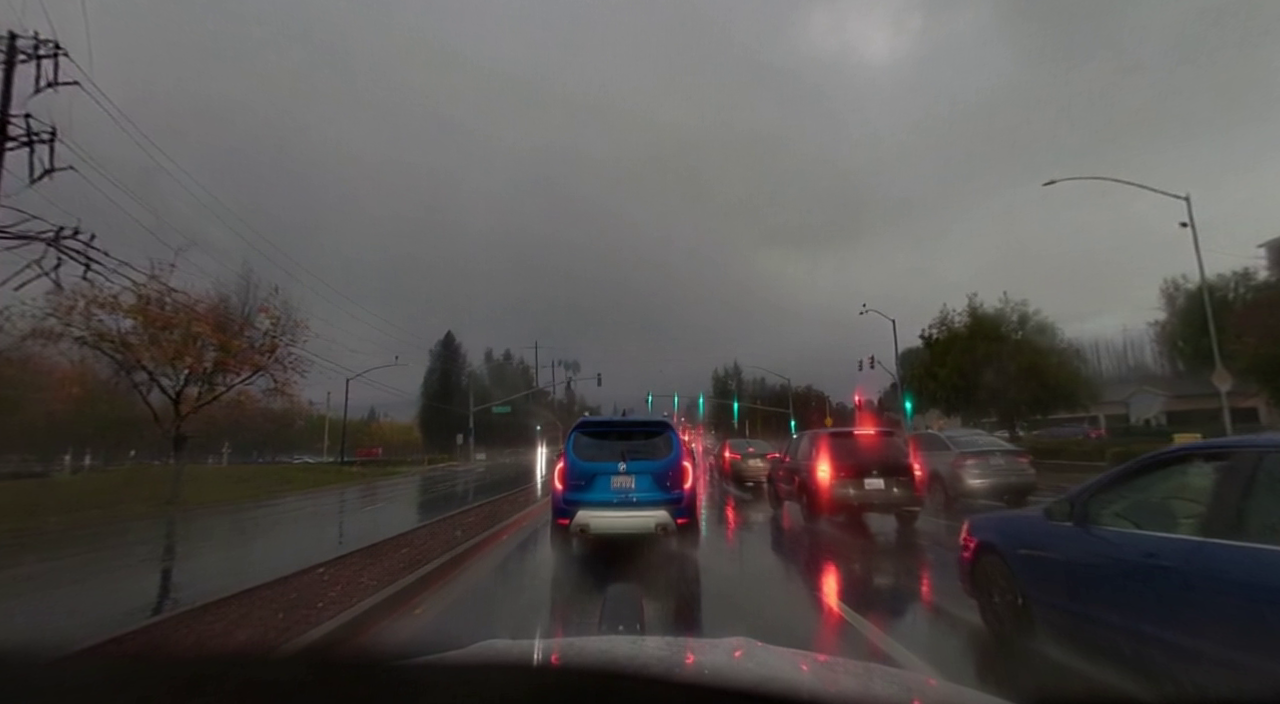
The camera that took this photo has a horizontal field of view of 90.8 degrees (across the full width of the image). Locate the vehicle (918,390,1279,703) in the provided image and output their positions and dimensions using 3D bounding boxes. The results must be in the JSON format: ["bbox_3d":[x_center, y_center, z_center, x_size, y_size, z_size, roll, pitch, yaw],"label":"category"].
[{"bbox_3d":[3.289,0.958,2.836,1.984,1.462,4.513,0,-9,0],"label":"vehicle"}]

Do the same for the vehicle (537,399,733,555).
[{"bbox_3d":[-0.121,1.788,9.651,2.300,1.821,4.254,0,-9,-2],"label":"vehicle"}]

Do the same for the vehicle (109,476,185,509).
[{"bbox_3d":[-26.230,7.424,33.560,3.826,1.522,1.741,-6,-10,29],"label":"vehicle"}]

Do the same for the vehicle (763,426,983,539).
[{"bbox_3d":[3.525,2.065,10.625,1.952,1.477,4.417,0,-9,-1],"label":"vehicle"}]
